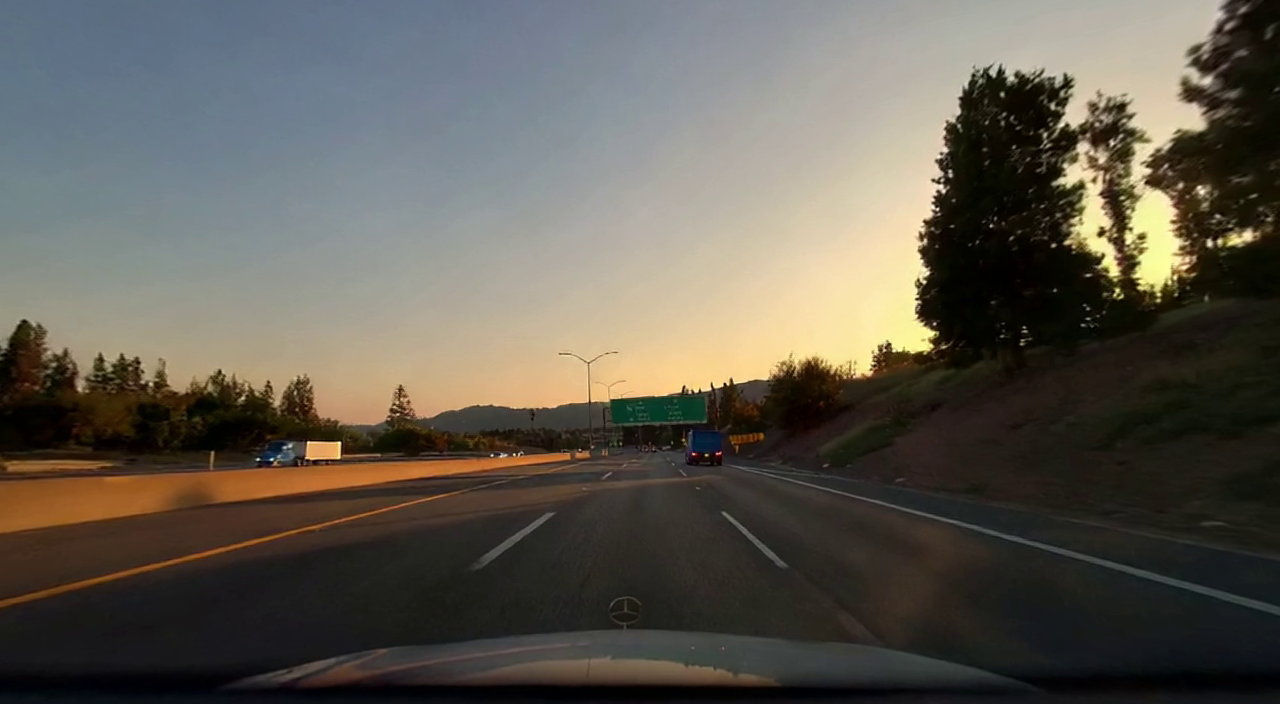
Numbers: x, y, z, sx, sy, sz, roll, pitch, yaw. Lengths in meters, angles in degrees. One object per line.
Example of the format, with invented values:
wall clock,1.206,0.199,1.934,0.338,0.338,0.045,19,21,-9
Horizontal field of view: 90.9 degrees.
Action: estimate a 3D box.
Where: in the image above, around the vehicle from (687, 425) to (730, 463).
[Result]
vehicle,4.805,6.556,45.041,2.430,2.495,6.062,-1,-8,1
